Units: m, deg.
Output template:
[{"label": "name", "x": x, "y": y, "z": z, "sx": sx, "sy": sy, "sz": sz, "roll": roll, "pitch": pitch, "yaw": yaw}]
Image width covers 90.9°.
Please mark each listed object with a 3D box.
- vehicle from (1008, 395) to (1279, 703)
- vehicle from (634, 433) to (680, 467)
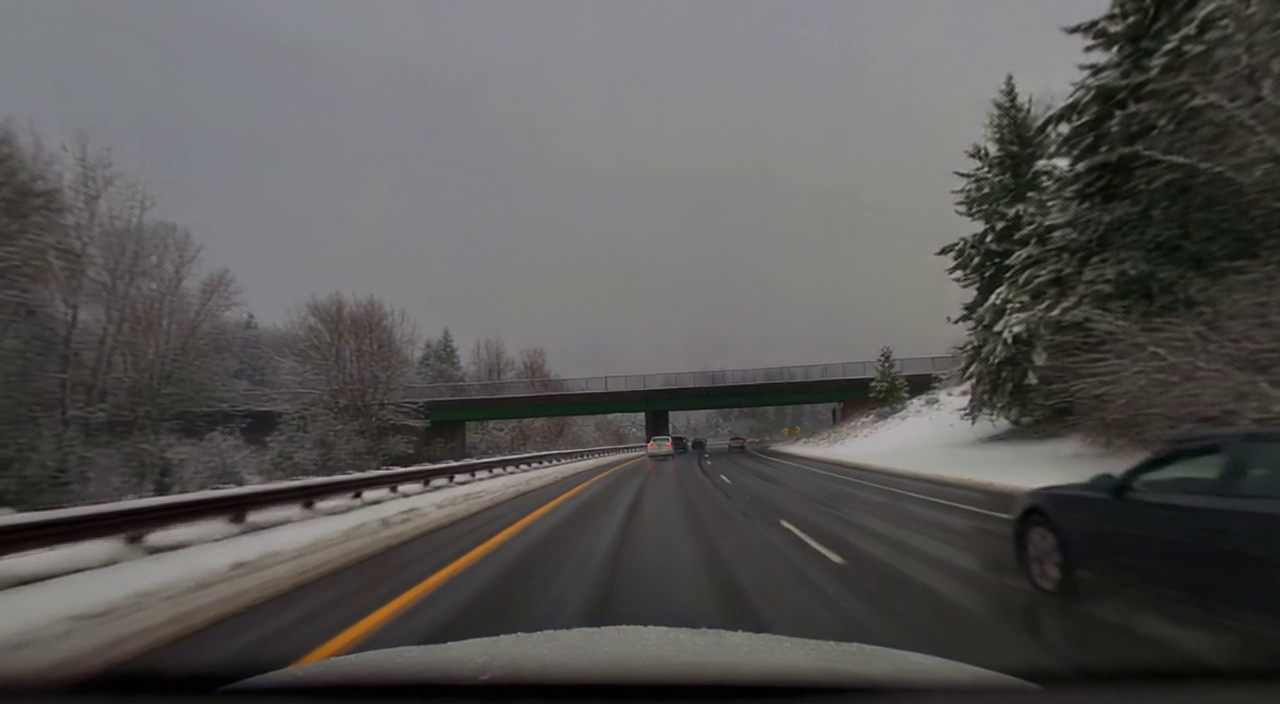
[{"label": "vehicle", "x": 4.100, "y": 0.944, "z": 2.906, "sx": 2.163, "sy": 1.489, "sz": 4.470, "roll": 0, "pitch": -8, "yaw": 1}, {"label": "vehicle", "x": 0.839, "y": 4.594, "z": 29.644, "sx": 1.993, "sy": 1.461, "sz": 3.812, "roll": -1, "pitch": -8, "yaw": 3}]
